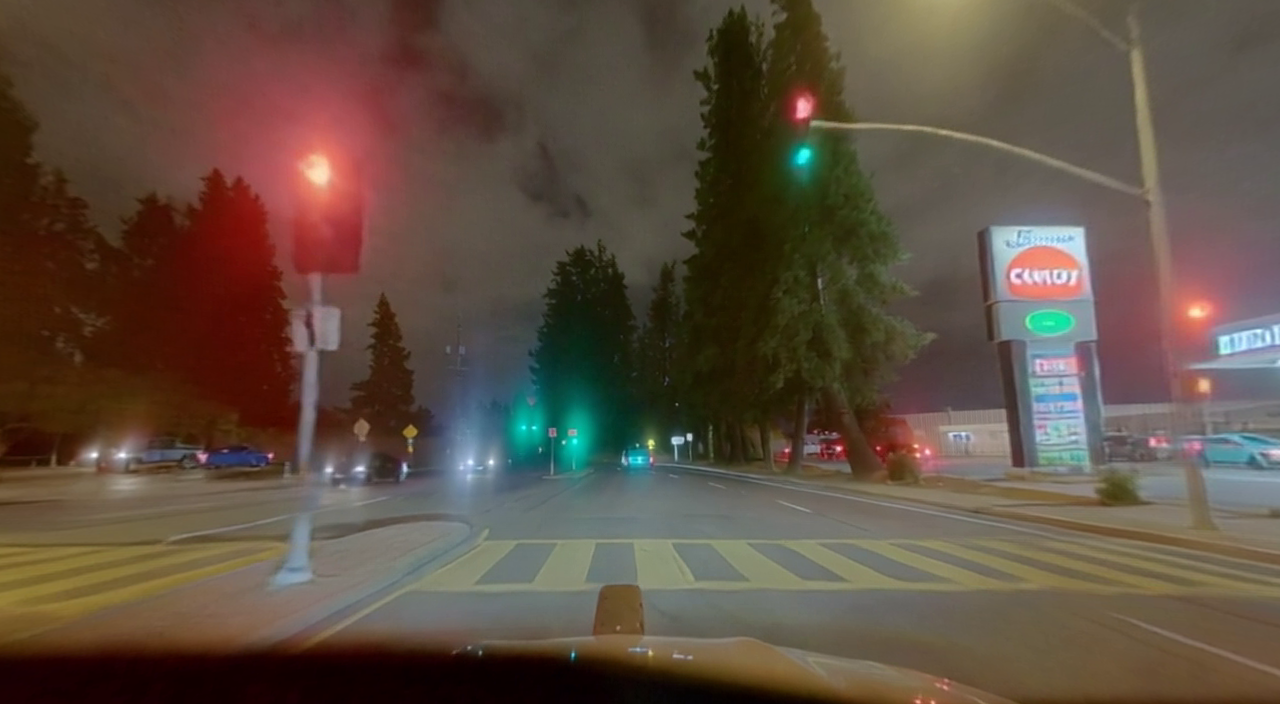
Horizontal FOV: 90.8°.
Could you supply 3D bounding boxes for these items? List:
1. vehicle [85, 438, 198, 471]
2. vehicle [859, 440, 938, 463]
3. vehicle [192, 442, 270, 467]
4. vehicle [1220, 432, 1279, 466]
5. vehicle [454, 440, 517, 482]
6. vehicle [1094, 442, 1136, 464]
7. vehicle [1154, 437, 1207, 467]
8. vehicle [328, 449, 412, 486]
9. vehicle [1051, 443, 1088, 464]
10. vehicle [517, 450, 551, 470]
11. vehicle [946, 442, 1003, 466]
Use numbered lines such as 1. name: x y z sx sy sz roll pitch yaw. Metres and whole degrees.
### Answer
1. vehicle: -28.870 5.953 36.719 4.938 1.778 1.954 7 -12 -39
2. vehicle: 19.165 7.383 46.911 4.868 1.610 2.223 1 -9 -5
3. vehicle: -28.940 7.281 44.858 4.390 1.665 1.934 4 -10 -27
4. vehicle: 30.470 4.829 31.404 2.103 1.561 4.355 -8 -12 40
5. vehicle: -7.052 5.032 29.341 1.987 1.747 4.545 0 -9 -3
6. vehicle: 34.704 7.368 46.085 1.969 1.482 4.815 -8 -11 40
7. vehicle: 28.649 5.279 33.429 1.815 1.480 4.406 -8 -12 42
8. vehicle: -11.746 5.024 27.827 1.909 1.469 4.370 0 -9 -2
9. vehicle: 32.538 7.668 47.788 1.894 1.434 4.308 -7 -11 38
10. vehicle: -8.097 8.265 48.583 1.982 1.465 4.376 0 -9 -1
11. vehicle: 21.494 6.531 40.509 1.916 1.434 4.557 -9 -13 44
